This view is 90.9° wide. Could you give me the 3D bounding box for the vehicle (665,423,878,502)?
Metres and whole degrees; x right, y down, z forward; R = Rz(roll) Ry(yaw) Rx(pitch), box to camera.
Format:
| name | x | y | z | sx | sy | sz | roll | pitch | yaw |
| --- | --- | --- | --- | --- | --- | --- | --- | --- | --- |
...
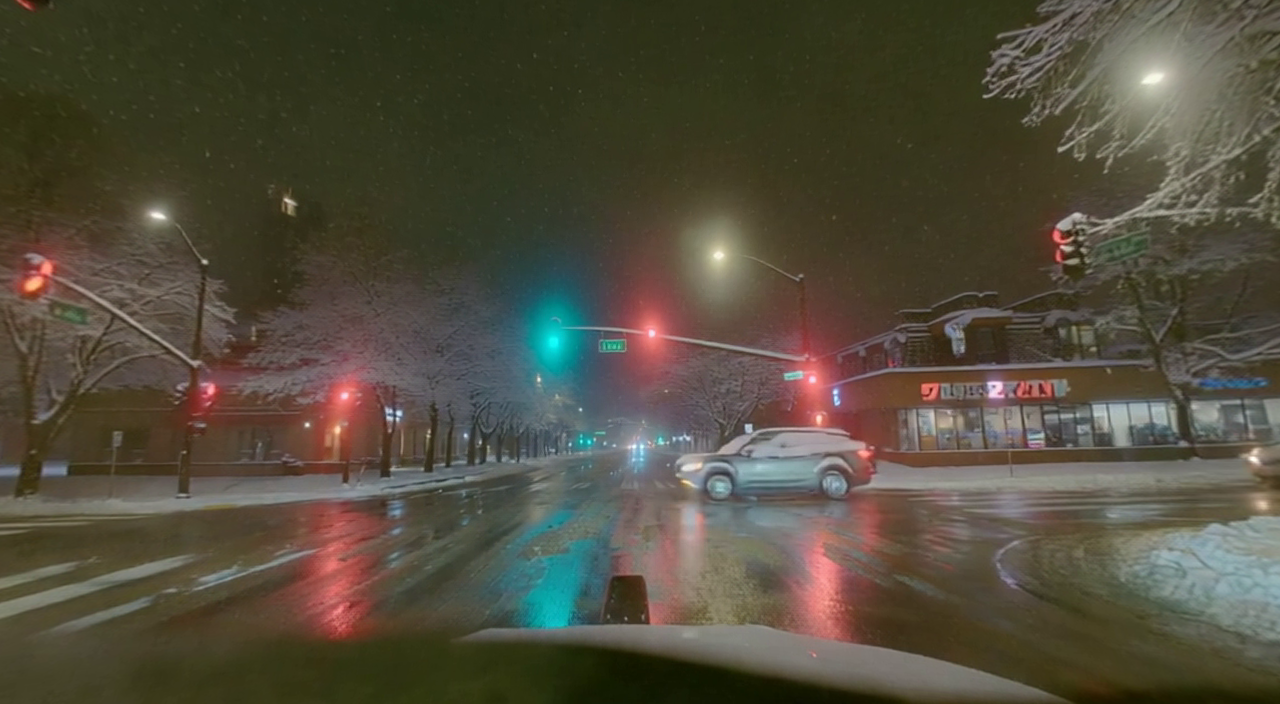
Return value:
| name | x | y | z | sx | sy | sz | roll | pitch | yaw |
| --- | --- | --- | --- | --- | --- | --- | --- | --- | --- |
| vehicle | 3.081 | 2.720 | 15.674 | 4.836 | 1.795 | 1.957 | 0 | -8 | 1 |
